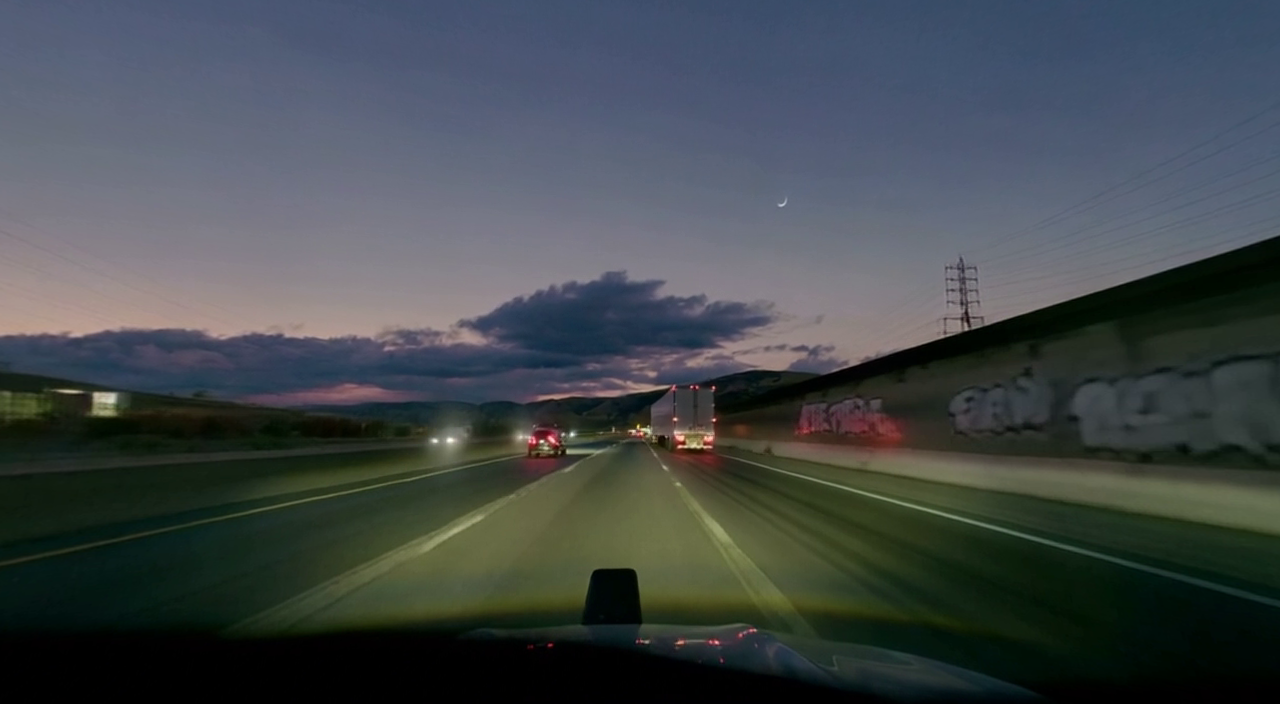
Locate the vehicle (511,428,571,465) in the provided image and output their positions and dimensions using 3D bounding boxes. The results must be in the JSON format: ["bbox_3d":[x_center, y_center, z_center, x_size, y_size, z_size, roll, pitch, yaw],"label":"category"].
[{"bbox_3d":[-4.281,4.160,27.909,1.965,1.486,4.448,0,-8,0],"label":"vehicle"}]

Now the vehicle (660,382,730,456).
[{"bbox_3d":[2.993,4.201,38.127,3.060,3.842,11.095,0,-8,-1],"label":"vehicle"}]
